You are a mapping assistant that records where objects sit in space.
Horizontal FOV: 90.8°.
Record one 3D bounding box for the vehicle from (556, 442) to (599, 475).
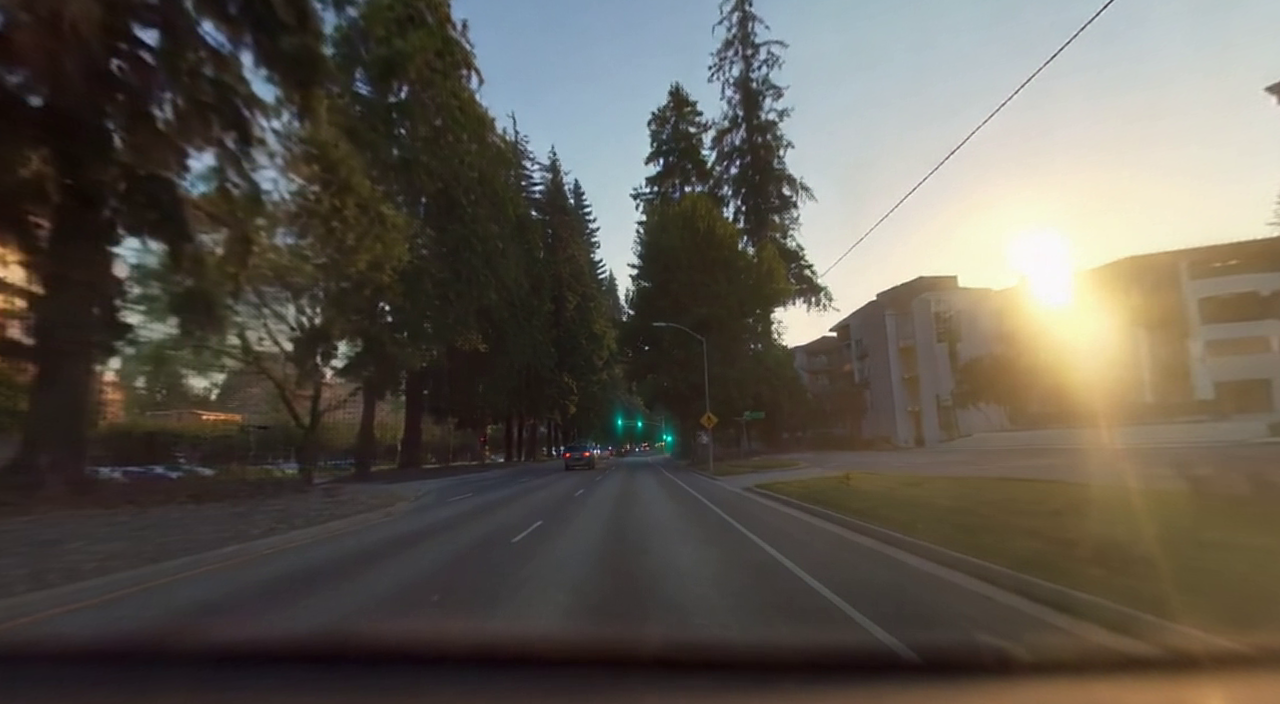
[{"bbox_3d":[-3.508,6.042,36.023,1.959,1.741,4.141,0,-8,1],"label":"vehicle"}]
